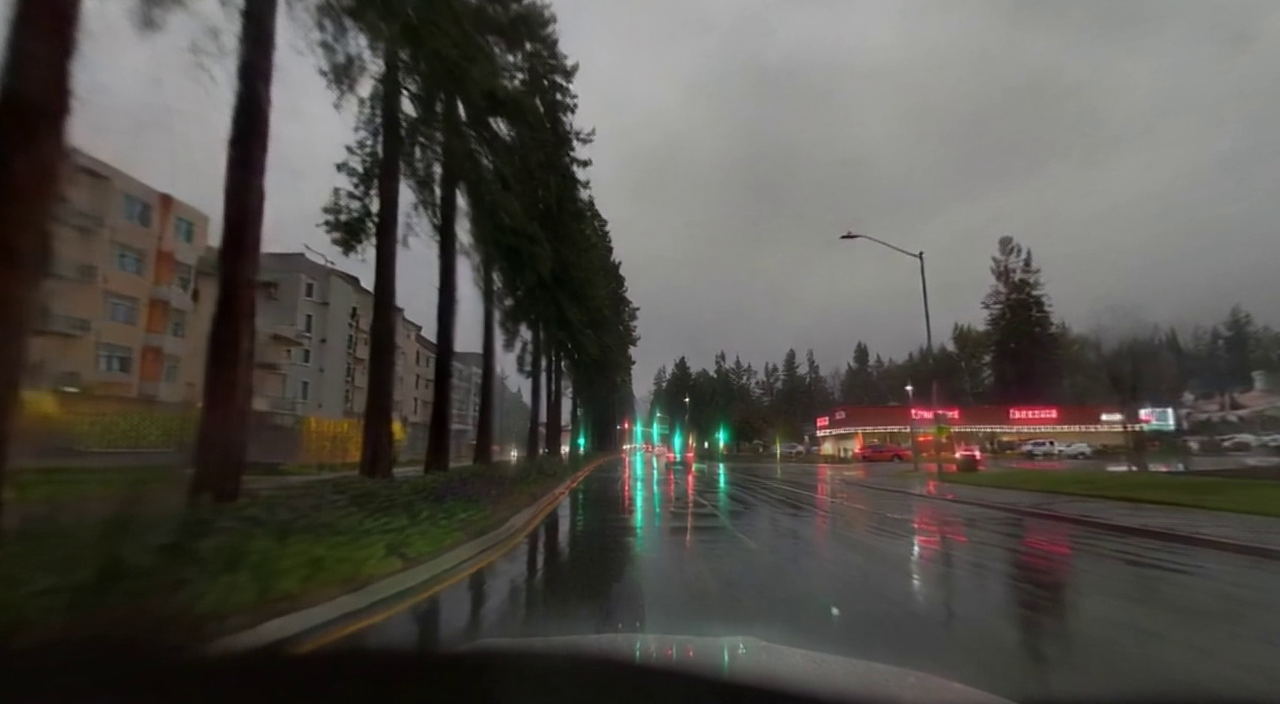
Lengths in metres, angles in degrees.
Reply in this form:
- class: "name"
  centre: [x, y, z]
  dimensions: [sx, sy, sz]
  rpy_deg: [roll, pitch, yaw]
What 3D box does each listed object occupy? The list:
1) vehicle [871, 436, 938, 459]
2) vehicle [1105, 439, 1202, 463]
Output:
- class: "vehicle"
  centre: [20.559, 7.395, 49.171]
  dimensions: [4.210, 1.727, 2.227]
  rpy_deg: [1, -7, -8]
- class: "vehicle"
  centre: [34.850, 6.696, 43.019]
  dimensions: [1.853, 1.552, 4.707]
  rpy_deg: [4, -9, -30]
